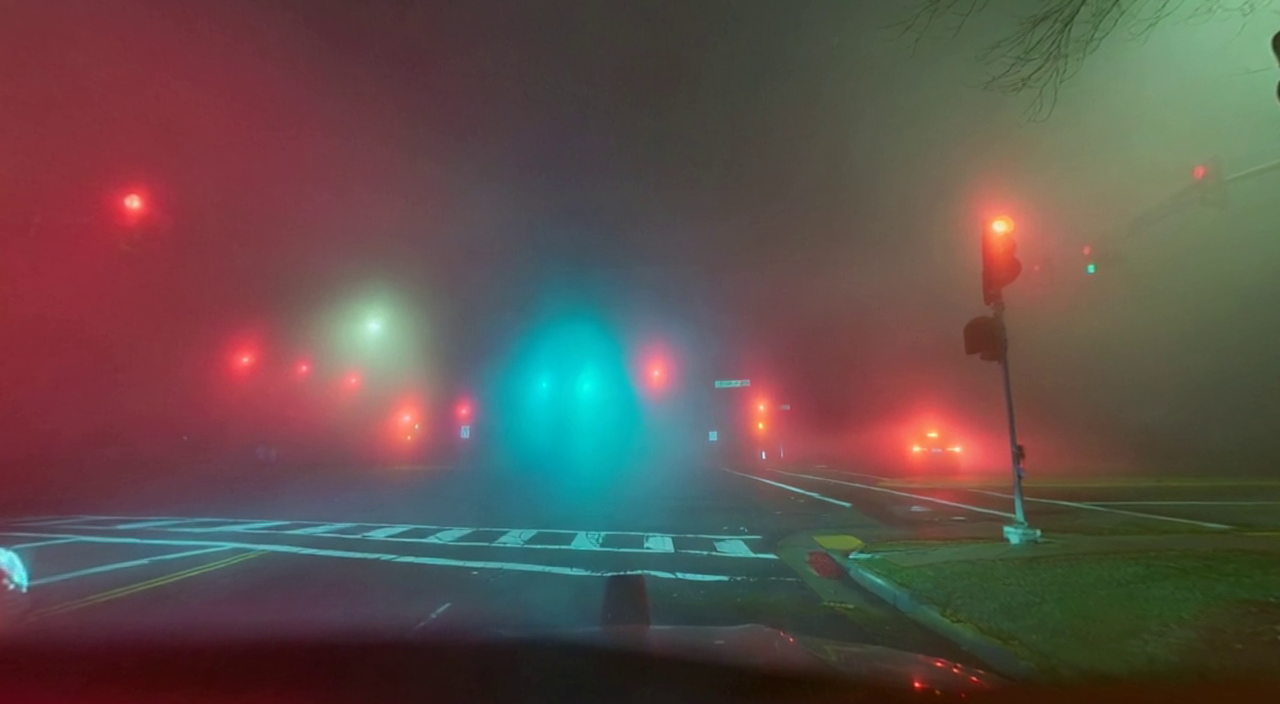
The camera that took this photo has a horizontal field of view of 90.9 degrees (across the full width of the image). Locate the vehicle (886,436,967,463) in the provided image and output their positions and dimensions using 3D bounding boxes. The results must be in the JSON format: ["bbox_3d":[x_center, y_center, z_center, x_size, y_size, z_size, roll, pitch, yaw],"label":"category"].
[{"bbox_3d":[16.109,5.506,35.586,3.952,1.468,1.768,-4,-9,22],"label":"vehicle"}]
